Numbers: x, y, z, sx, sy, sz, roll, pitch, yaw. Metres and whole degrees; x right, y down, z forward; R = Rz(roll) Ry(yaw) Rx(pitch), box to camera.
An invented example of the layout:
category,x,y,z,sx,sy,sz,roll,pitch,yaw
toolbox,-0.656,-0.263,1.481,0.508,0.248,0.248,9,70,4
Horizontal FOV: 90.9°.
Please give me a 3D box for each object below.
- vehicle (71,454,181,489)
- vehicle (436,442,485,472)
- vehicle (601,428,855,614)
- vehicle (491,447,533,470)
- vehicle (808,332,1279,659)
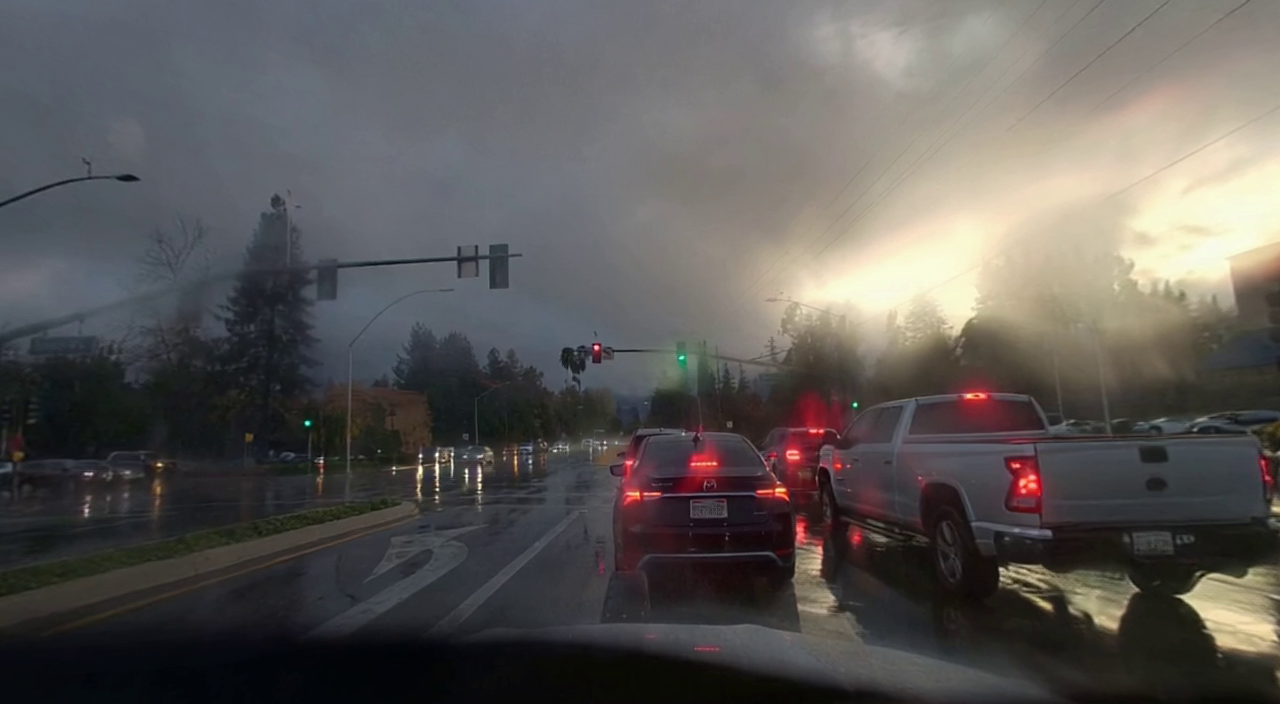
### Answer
category,x,y,z,sx,sy,sz,roll,pitch,yaw
vehicle,-29.095,6.744,35.750,4.789,1.828,2.025,-2,-9,10
vehicle,-11.873,6.957,41.950,1.991,1.844,4.393,0,-8,-1
vehicle,0.620,1.624,6.978,2.038,1.447,3.756,0,-8,-3
vehicle,-8.491,7.088,42.244,2.002,1.469,4.301,0,-8,-1
vehicle,3.793,1.300,6.834,2.358,2.116,5.328,0,-8,-1
